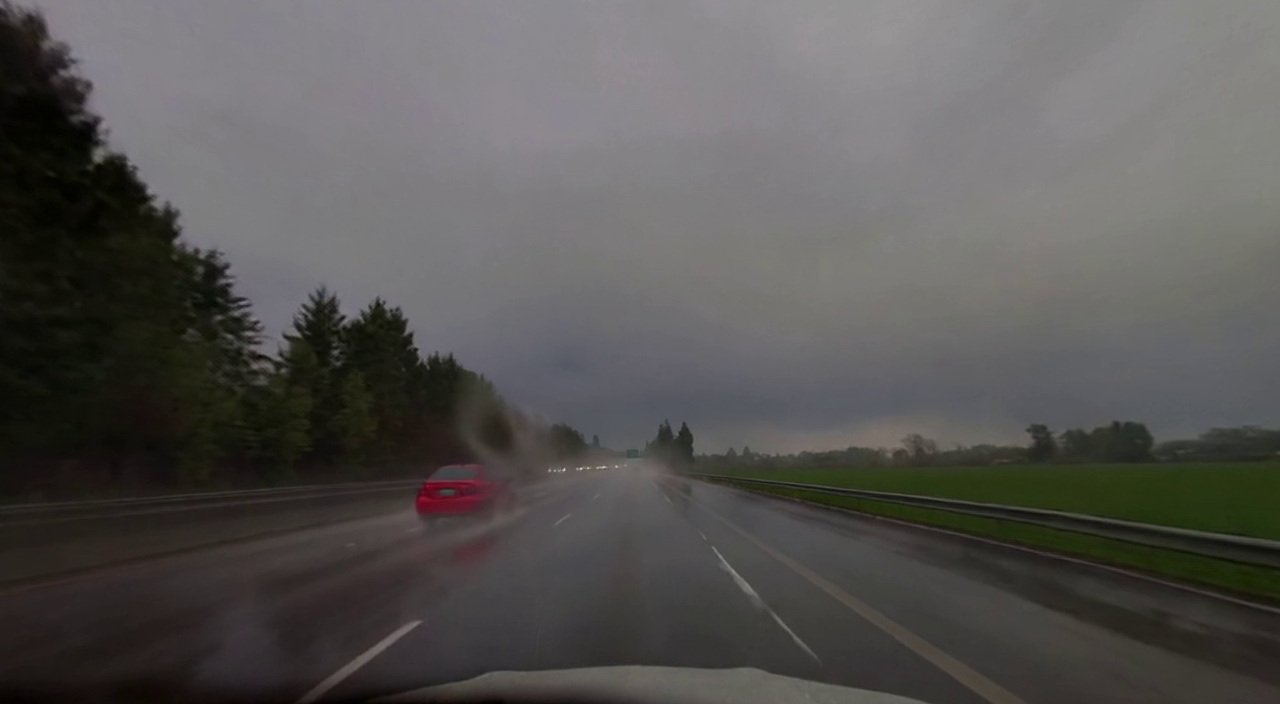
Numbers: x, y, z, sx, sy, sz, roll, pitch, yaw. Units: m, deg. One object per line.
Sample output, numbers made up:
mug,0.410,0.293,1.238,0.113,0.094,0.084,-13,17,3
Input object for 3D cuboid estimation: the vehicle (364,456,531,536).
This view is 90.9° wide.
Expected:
vehicle,-3.978,3.107,14.063,2.183,1.435,4.653,0,-10,1
